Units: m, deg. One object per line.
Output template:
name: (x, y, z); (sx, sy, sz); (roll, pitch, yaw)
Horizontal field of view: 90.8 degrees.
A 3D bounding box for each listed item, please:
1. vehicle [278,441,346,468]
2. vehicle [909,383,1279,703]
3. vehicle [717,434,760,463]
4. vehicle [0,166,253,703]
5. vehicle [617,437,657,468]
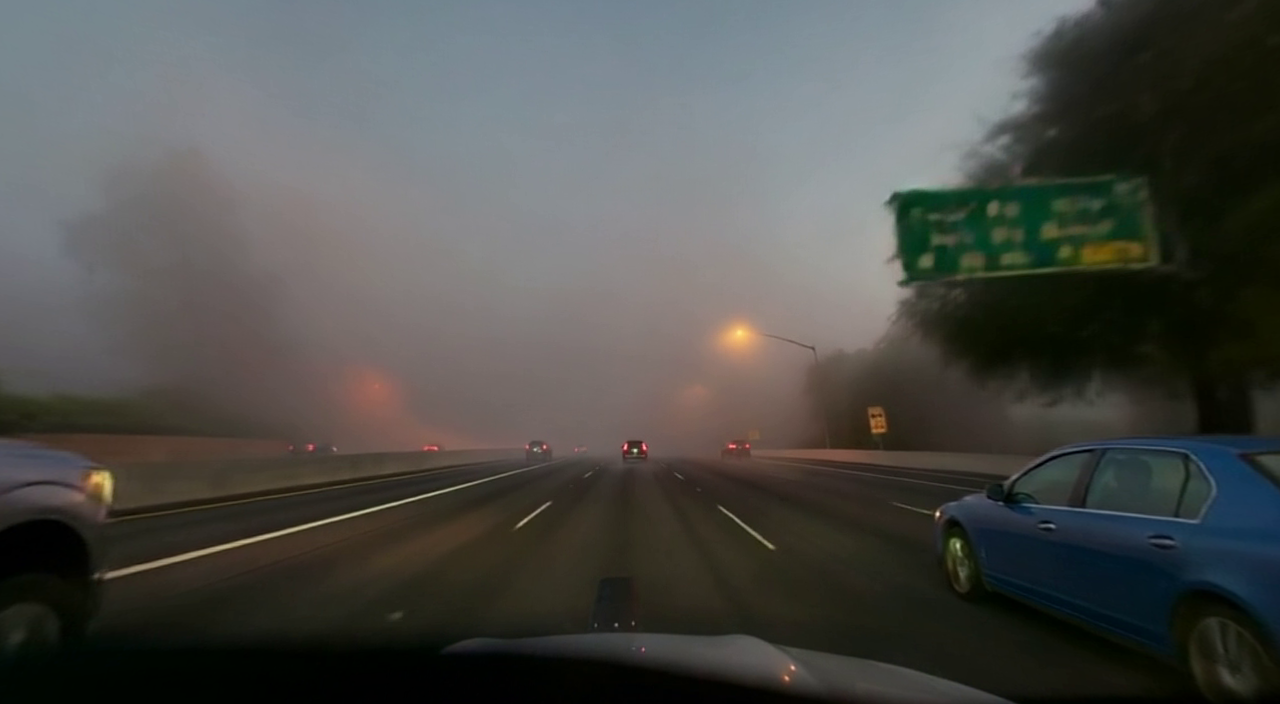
vehicle: (-21.457, 6.721, 41.559); (2.058, 1.667, 4.623); (0, -9, -1)
vehicle: (3.230, 0.936, 2.653); (2.072, 1.501, 4.694); (0, -9, -1)
vehicle: (7.001, 6.935, 45.441); (2.103, 1.898, 5.310); (0, -9, -1)
vehicle: (-3.457, 0.214, 0.360); (2.592, 2.179, 6.034); (0, -9, 0)
vehicle: (-0.202, 5.720, 35.999); (2.157, 1.642, 4.189); (0, -9, -1)
